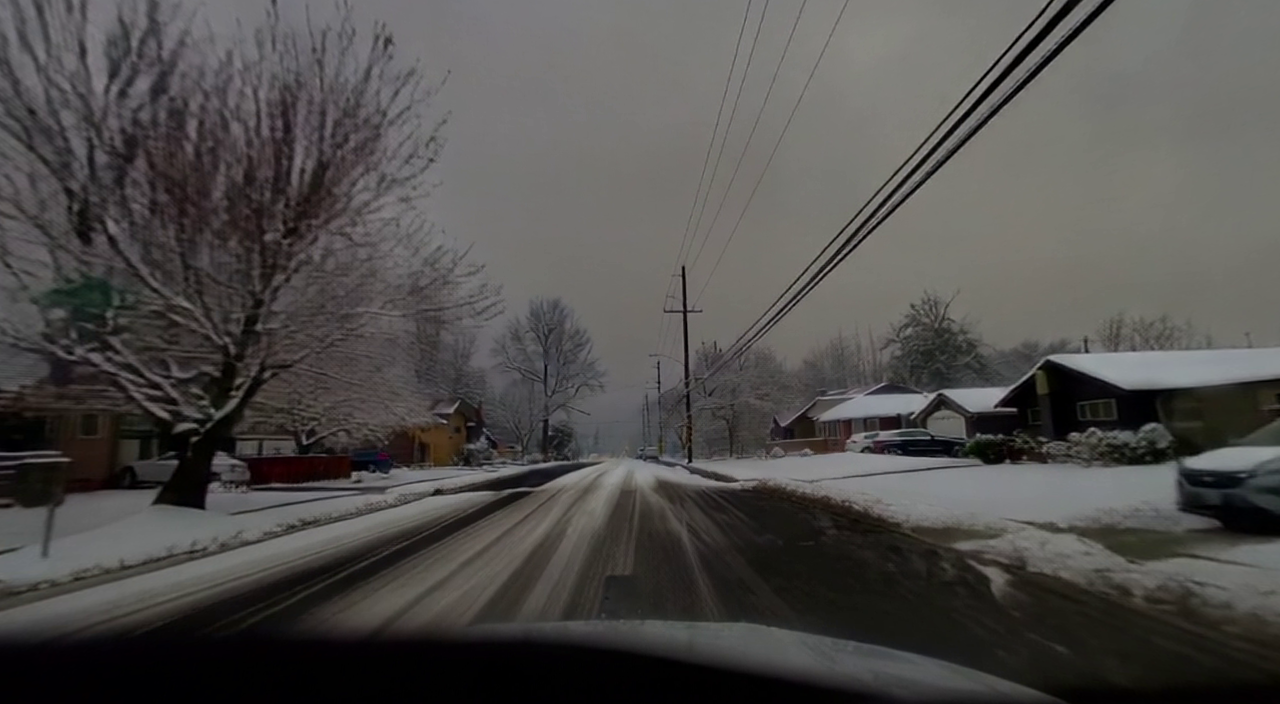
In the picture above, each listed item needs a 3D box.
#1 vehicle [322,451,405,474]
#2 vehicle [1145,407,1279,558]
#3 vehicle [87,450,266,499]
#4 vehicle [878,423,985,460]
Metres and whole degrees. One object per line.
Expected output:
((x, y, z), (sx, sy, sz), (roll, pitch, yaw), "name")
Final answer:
((-18.058, 7.198, 41.391), (4.519, 1.426, 1.903), (8, -12, -42), "vehicle")
((9.951, 1.460, 8.502), (4.697, 1.604, 1.838), (-8, -8, -5), "vehicle")
((-14.996, 3.951, 20.797), (4.477, 1.449, 1.922), (5, -10, -32), "vehicle")
((15.083, 4.655, 32.837), (4.562, 1.832, 1.987), (0, -9, -3), "vehicle")
